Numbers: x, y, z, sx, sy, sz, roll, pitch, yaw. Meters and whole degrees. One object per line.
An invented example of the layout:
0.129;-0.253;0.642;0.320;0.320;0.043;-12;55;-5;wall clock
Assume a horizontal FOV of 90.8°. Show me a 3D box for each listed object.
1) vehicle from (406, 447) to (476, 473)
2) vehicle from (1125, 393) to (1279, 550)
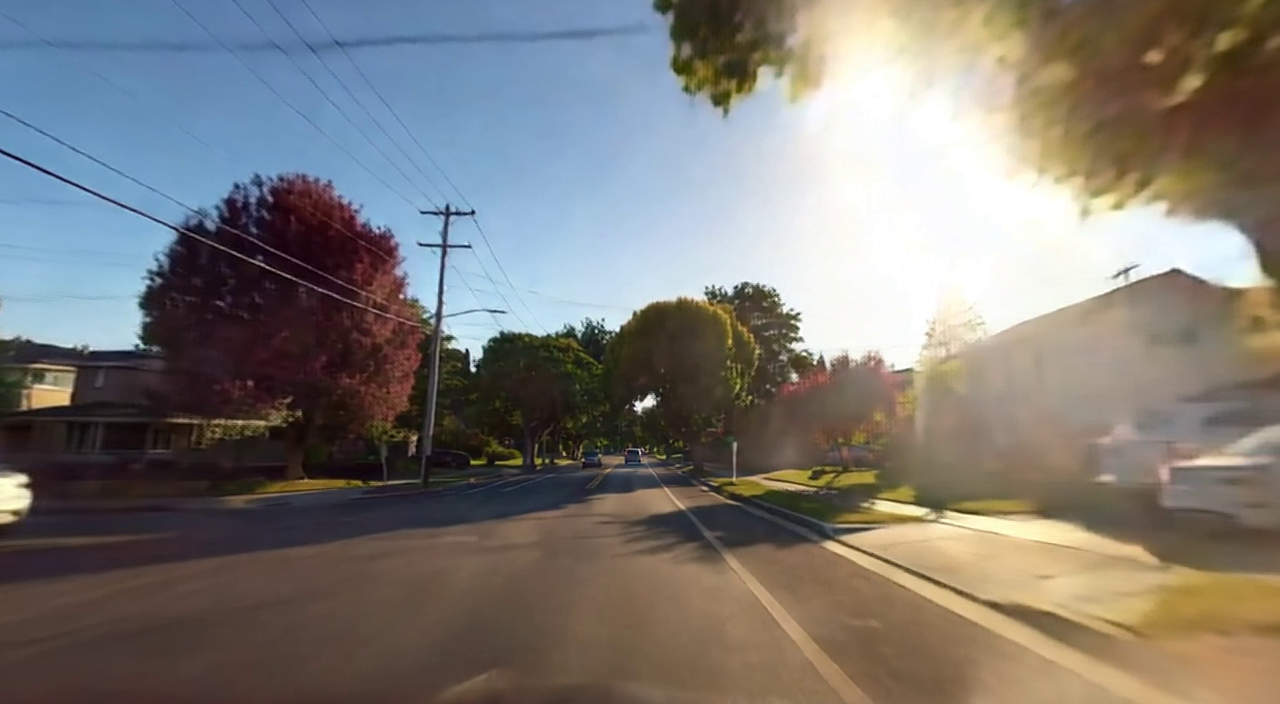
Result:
-14.886;8.101;47.497;4.662;1.832;2.063;1;-9;-5;vehicle
9.205;1.383;7.496;4.953;1.704;1.952;-2;-9;13;vehicle
